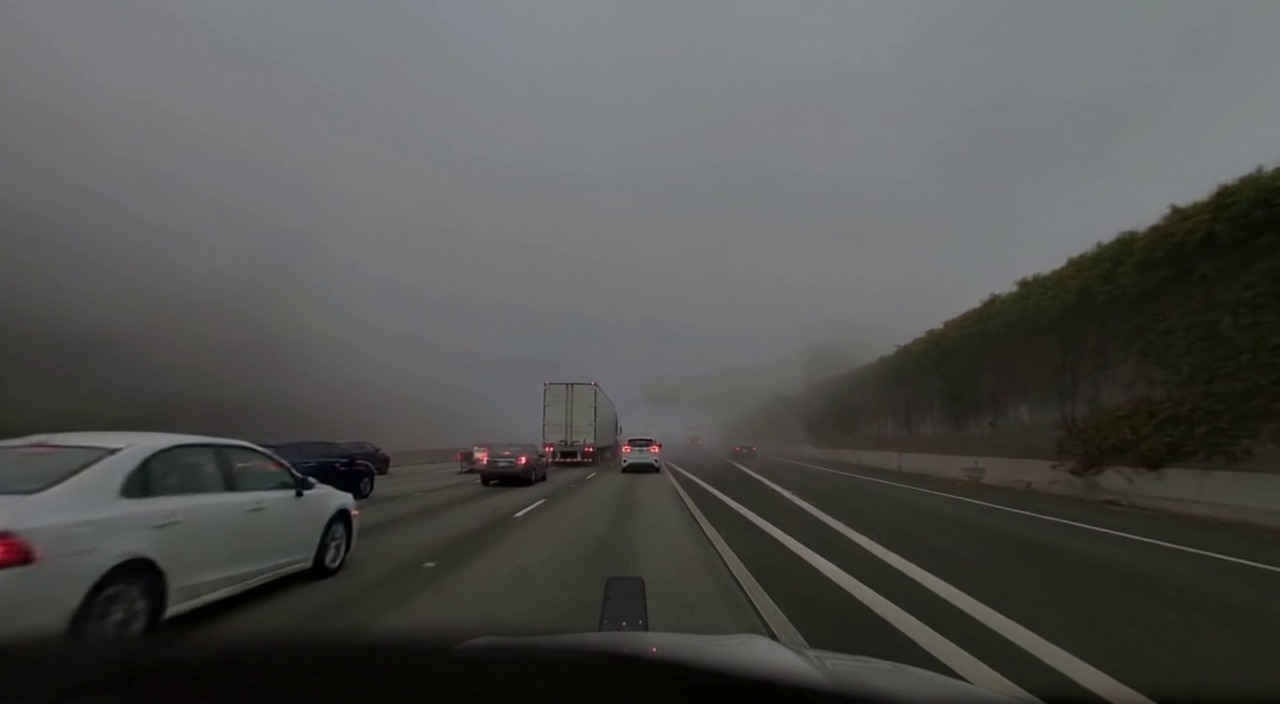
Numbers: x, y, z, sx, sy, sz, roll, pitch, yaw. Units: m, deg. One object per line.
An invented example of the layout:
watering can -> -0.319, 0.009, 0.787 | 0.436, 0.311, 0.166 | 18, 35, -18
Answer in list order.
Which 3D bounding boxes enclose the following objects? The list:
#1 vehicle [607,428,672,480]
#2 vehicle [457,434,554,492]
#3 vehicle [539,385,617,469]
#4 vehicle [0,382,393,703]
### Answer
vehicle -> -0.013, 3.998, 24.887 | 2.325, 1.864, 4.128 | 0, -8, 0
vehicle -> -4.080, 3.428, 19.797 | 2.124, 1.627, 3.863 | 0, -8, 1
vehicle -> -3.611, 5.318, 41.950 | 3.348, 4.469, 16.443 | 0, -9, 1
vehicle -> -3.772, 1.206, 4.712 | 1.866, 1.568, 4.603 | 0, -8, 2
